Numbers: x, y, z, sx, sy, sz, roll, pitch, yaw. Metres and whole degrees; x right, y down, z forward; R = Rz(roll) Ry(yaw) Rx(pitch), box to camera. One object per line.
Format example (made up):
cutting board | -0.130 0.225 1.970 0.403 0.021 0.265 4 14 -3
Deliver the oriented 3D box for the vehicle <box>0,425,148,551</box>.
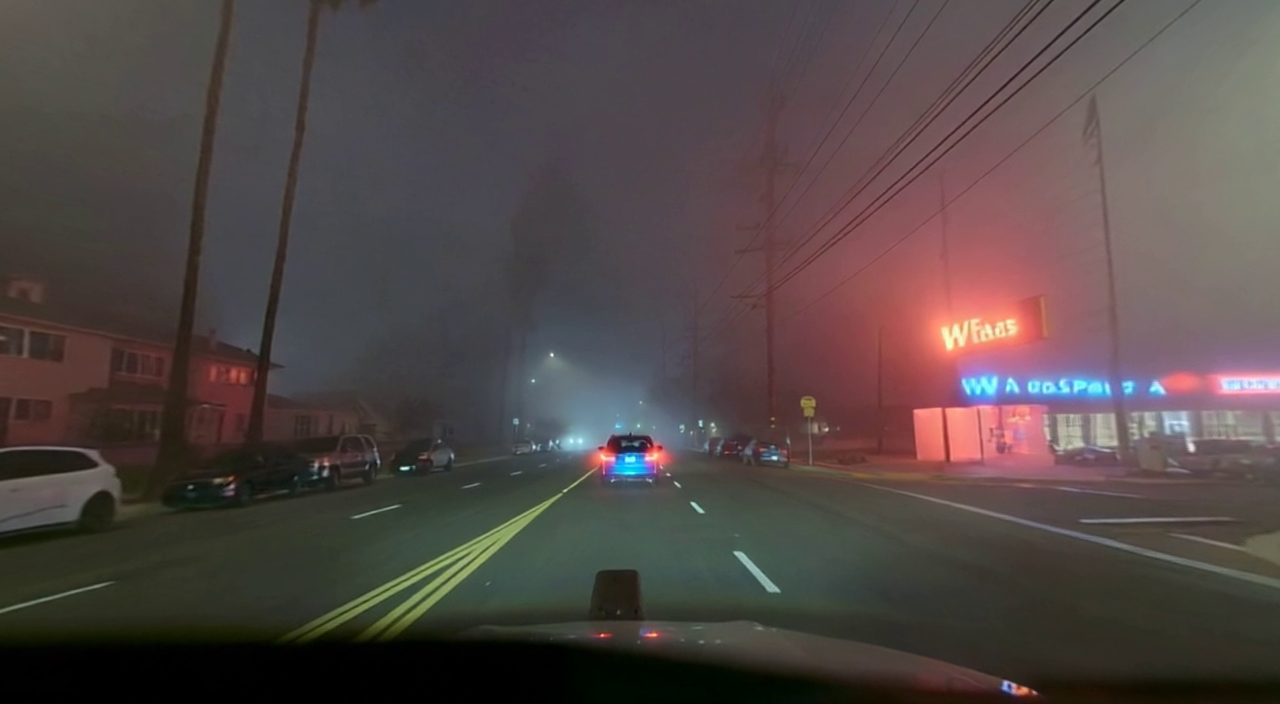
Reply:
vehicle | -10.155 2.007 9.236 1.992 1.744 4.896 -1 -6 -1

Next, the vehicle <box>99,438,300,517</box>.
vehicle | -10.066 2.864 14.857 1.812 1.578 4.037 0 -8 0

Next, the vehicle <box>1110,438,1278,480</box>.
vehicle | 20.795 4.015 23.761 4.488 1.470 1.994 0 -9 -2

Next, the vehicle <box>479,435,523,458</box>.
vehicle | -10.187 6.972 46.475 2.118 1.640 4.406 0 -8 1

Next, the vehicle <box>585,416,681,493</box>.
vehicle | -0.218 2.770 17.249 2.264 1.798 4.563 0 -8 -1

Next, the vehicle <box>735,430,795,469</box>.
vehicle | 6.073 4.805 31.057 2.005 1.775 4.324 0 -8 0

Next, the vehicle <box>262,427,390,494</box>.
vehicle | -10.000 3.468 20.458 1.958 1.937 4.114 0 -8 1

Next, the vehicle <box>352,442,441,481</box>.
vehicle | -9.929 4.477 26.074 1.909 1.468 4.504 0 -8 -1
